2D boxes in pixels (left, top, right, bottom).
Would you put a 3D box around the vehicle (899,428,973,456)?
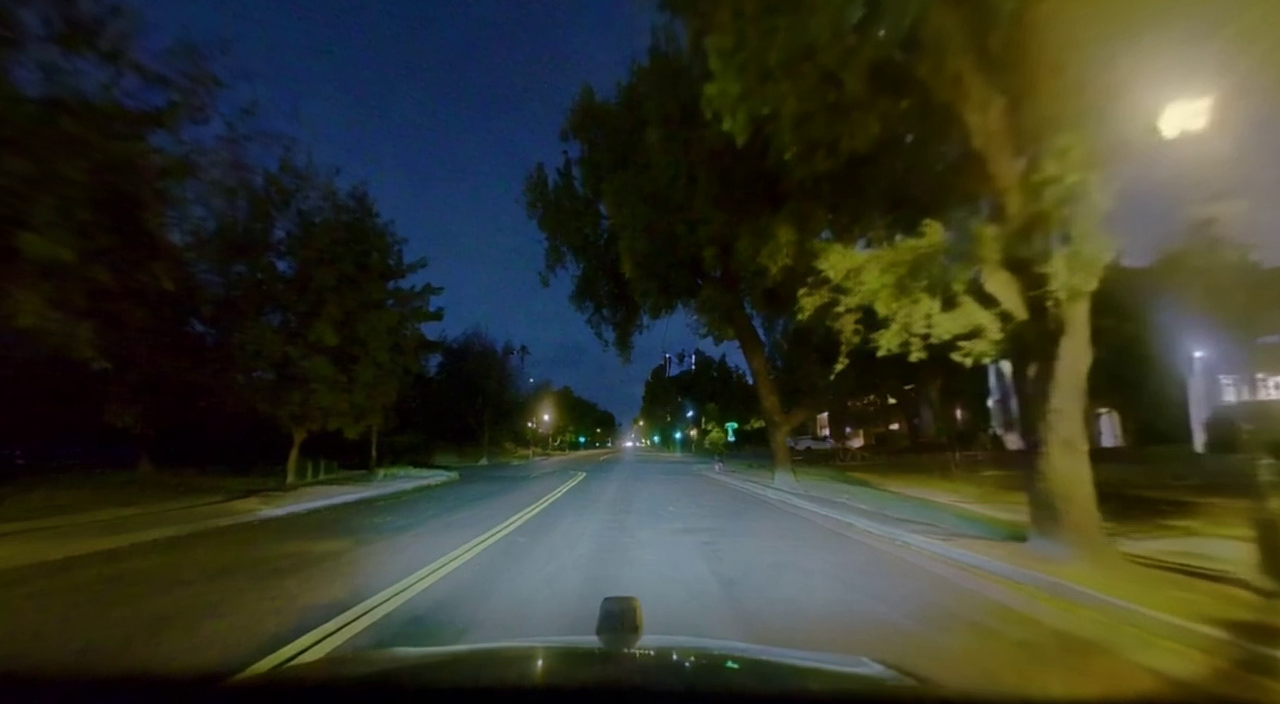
[{"bbox_3d":[16.331,5.032,35.050,1.783,1.431,4.757,0,-9,0],"label":"vehicle"}]
